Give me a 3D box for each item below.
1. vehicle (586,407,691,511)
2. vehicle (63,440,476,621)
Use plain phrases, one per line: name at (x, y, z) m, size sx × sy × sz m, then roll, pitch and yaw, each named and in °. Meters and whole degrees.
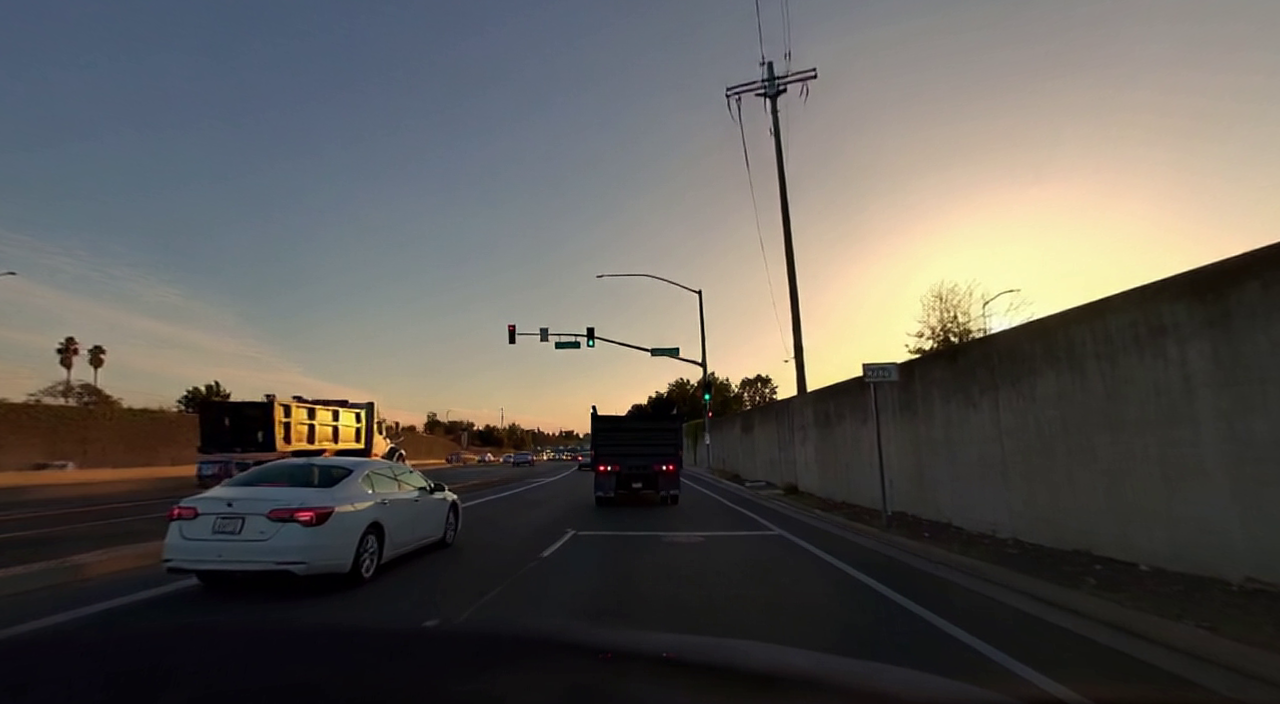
vehicle at (-0.035, 2.798, 16.878) m, size 2.355 × 2.305 × 5.336 m, roll 0°, pitch -9°, yaw 0°
vehicle at (-3.748, 1.863, 7.788) m, size 2.019 × 1.480 × 4.966 m, roll 0°, pitch -9°, yaw 1°
